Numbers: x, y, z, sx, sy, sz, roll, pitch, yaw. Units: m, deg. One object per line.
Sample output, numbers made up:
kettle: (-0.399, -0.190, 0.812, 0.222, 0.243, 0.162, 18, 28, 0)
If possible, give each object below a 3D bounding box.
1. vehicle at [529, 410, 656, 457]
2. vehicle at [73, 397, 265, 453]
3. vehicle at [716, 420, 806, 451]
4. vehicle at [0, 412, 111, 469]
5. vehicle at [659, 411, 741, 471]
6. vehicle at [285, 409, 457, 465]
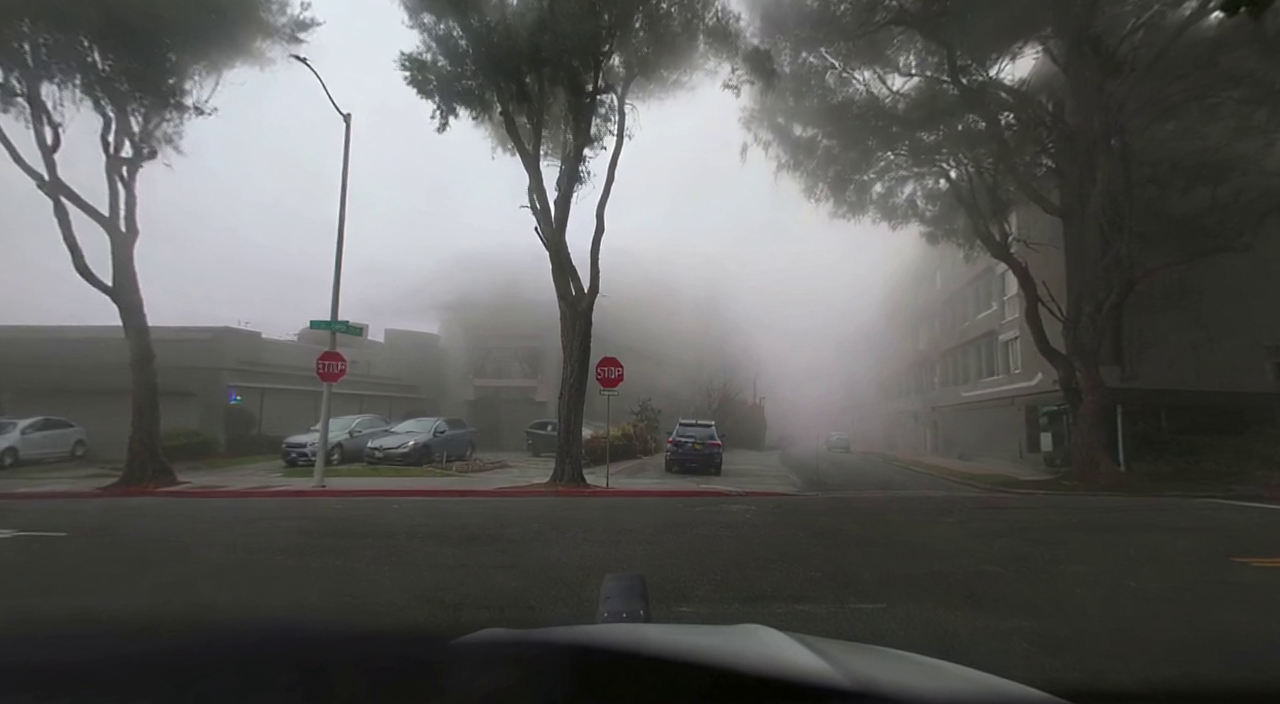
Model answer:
vehicle: (-2.010, 3.761, 28.510, 2.267, 1.920, 5.798, -7, -11, 40)
vehicle: (-28.403, 4.508, 38.133, 9.384, 3.230, 2.928, 0, -9, 3)
vehicle: (7.373, 5.142, 38.537, 5.004, 1.797, 1.946, -5, -10, 31)
vehicle: (-23.453, 3.292, 23.360, 5.418, 1.994, 2.233, 0, -8, -1)
vehicle: (2.051, 3.336, 23.436, 2.305, 1.962, 5.685, 0, -8, -2)
vehicle: (-8.767, 2.821, 20.839, 4.778, 1.753, 1.959, 0, -9, -2)
